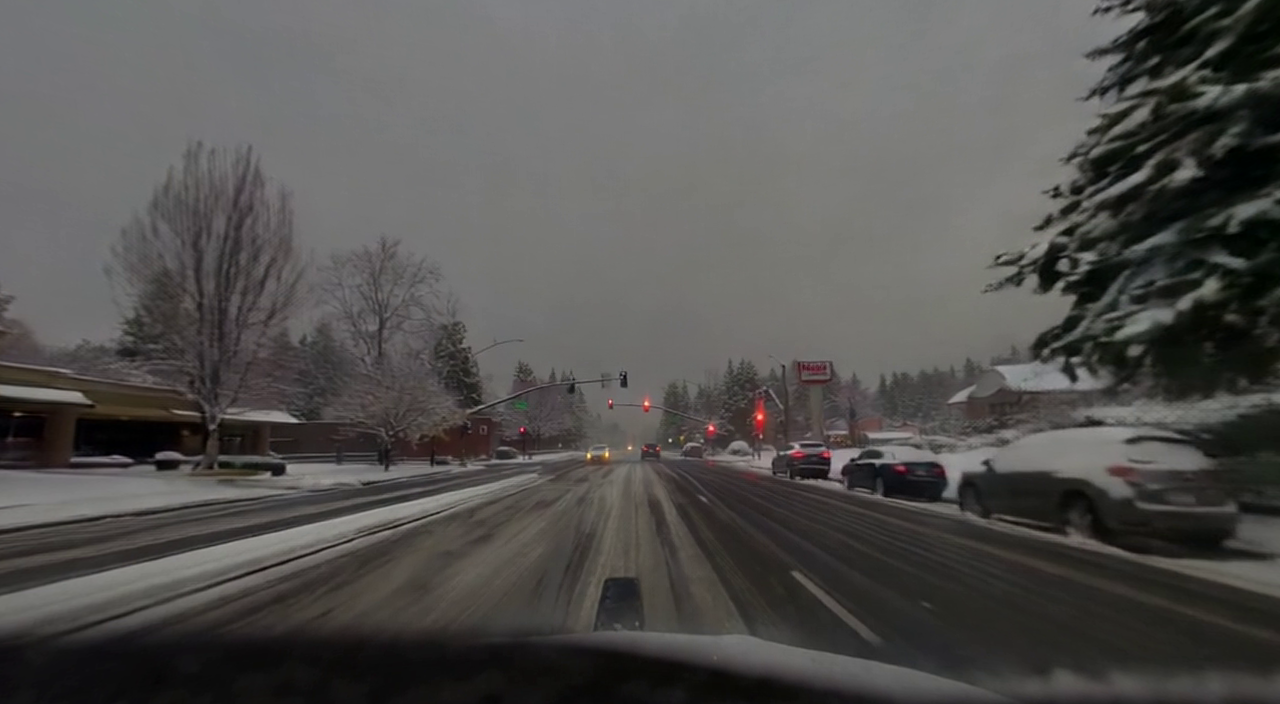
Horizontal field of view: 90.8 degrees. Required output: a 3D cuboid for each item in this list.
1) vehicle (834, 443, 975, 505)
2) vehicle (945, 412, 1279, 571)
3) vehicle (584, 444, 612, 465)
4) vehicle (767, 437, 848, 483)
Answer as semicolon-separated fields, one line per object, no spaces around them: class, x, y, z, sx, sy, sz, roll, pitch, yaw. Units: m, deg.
vehicle;7.173;3.329;17.798;1.922;1.473;4.738;0;-9;0
vehicle;7.186;2.038;10.018;2.088;1.848;4.936;0;-9;-2
vehicle;-3.221;7.957;49.320;1.915;1.553;3.846;0;-9;0
vehicle;7.246;4.725;27.953;2.132;1.793;5.003;0;-9;-1
